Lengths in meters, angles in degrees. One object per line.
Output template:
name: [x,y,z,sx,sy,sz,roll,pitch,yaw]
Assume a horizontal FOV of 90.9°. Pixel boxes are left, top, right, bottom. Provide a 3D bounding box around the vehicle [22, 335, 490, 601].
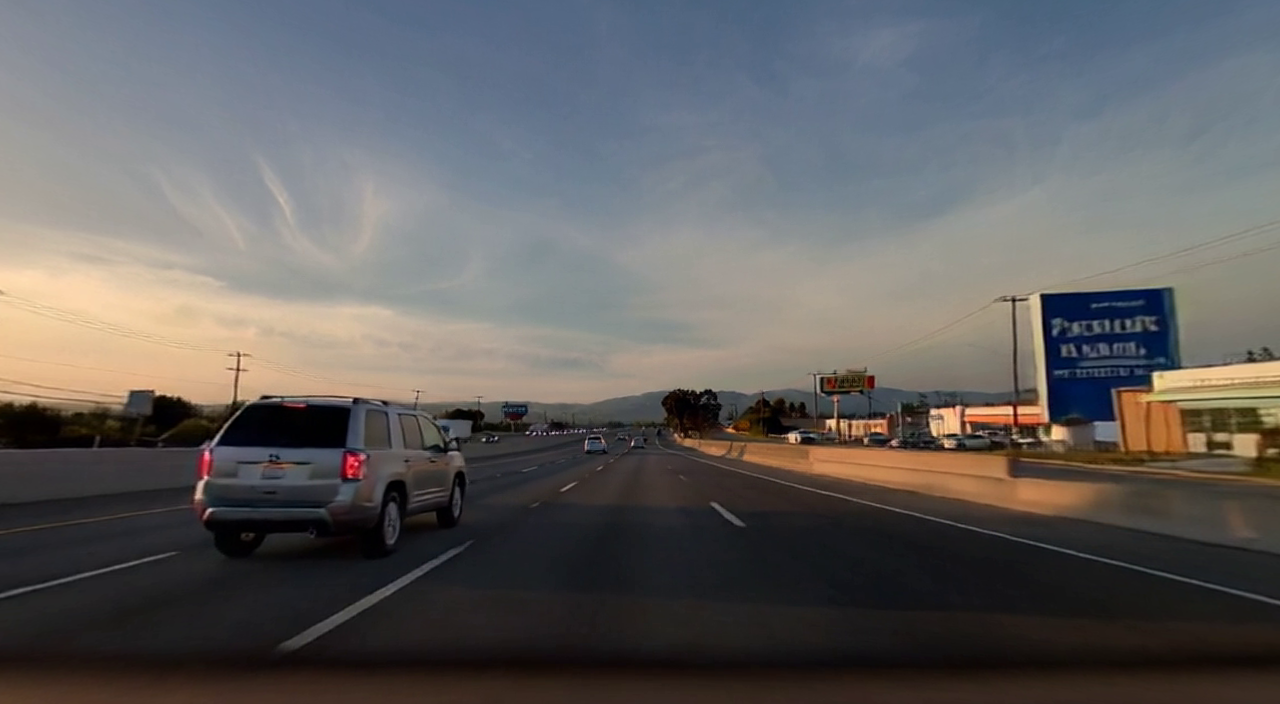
vehicle: [-3.872,1.367,8.194,2.352,2.209,5.802,0,-8,1]
